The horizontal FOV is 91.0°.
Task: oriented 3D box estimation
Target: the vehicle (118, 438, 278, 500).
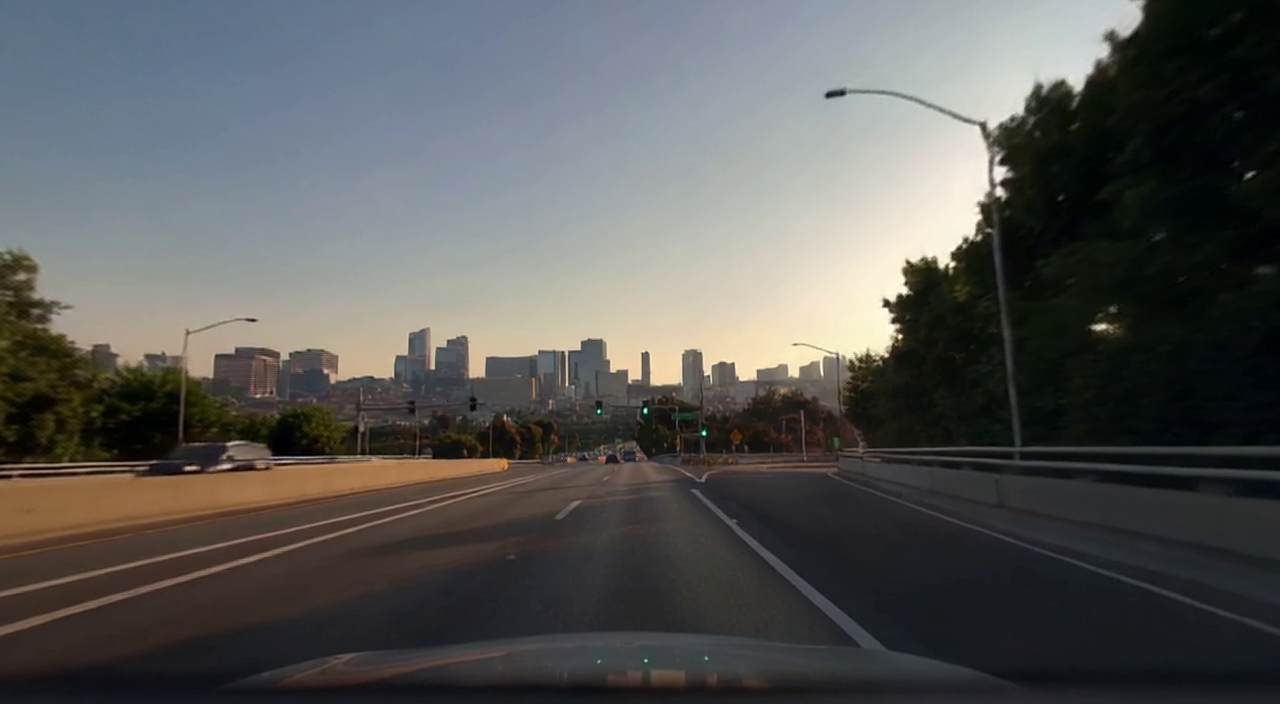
[{"bbox_3d":[-13.855,3.666,20.162,2.020,1.719,4.366,0,-9,-2],"label":"vehicle"}]
